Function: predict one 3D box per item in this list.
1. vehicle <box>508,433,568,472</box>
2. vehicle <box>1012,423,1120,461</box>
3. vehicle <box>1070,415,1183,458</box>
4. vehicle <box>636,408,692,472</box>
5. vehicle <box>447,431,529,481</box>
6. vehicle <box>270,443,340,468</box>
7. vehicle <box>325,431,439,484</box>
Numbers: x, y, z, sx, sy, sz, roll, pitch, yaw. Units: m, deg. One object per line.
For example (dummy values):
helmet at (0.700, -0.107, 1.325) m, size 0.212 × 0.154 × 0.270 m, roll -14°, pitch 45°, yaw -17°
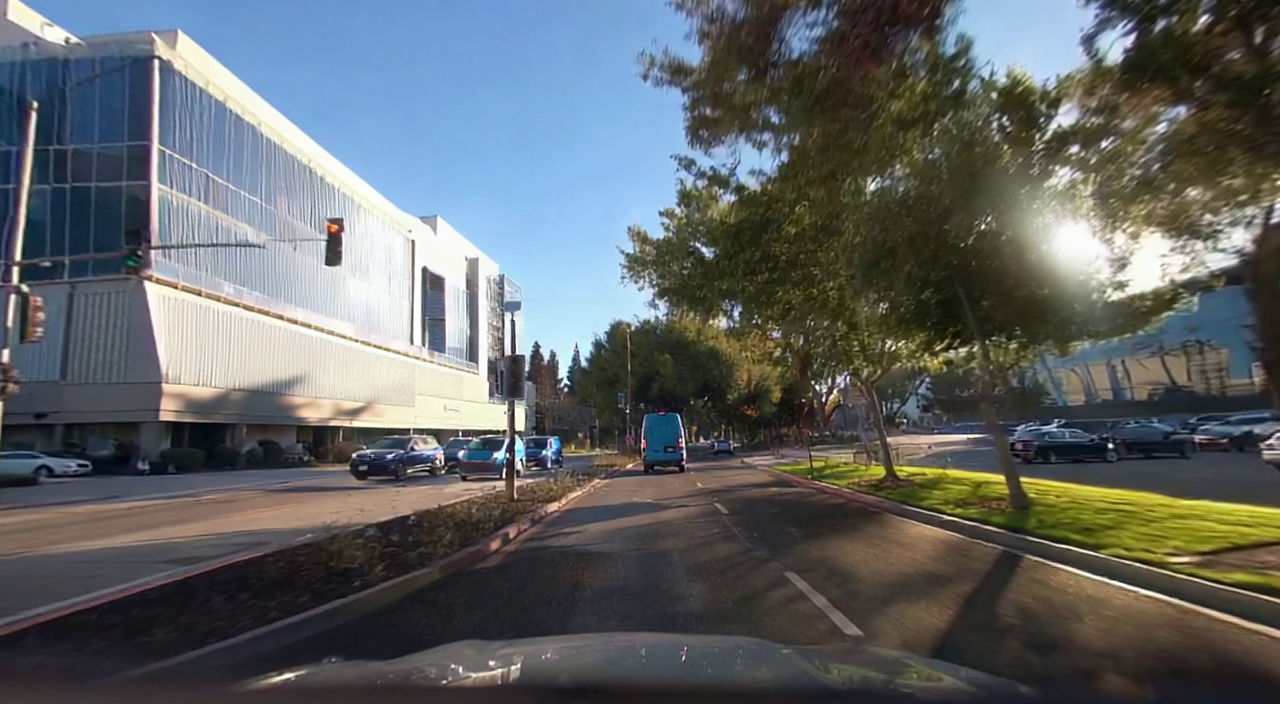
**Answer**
vehicle at (-4.749, 4.788, 30.048) m, size 1.935 × 1.633 × 4.247 m, roll -2°, pitch -9°, yaw 3°
vehicle at (17.348, 3.715, 25.899) m, size 1.759 × 1.433 × 3.862 m, roll -1°, pitch -8°, yaw 2°
vehicle at (19.813, 3.541, 25.879) m, size 1.776 × 1.463 × 3.803 m, roll -4°, pitch -11°, yaw 5°
vehicle at (1.266, 4.257, 30.601) m, size 2.435 × 2.816 × 5.232 m, roll -1°, pitch -8°, yaw 5°
vehicle at (-5.279, 3.698, 22.386) m, size 1.893 × 1.587 × 3.595 m, roll -1°, pitch -9°, yaw 2°
vehicle at (-20.651, 6.319, 38.734) m, size 4.373 × 1.385 × 1.827 m, roll -5°, pitch -9°, yaw 33°
vehicle at (-8.784, 3.654, 21.935) m, size 1.891 × 1.575 × 4.559 m, roll -2°, pitch -9°, yaw 3°
